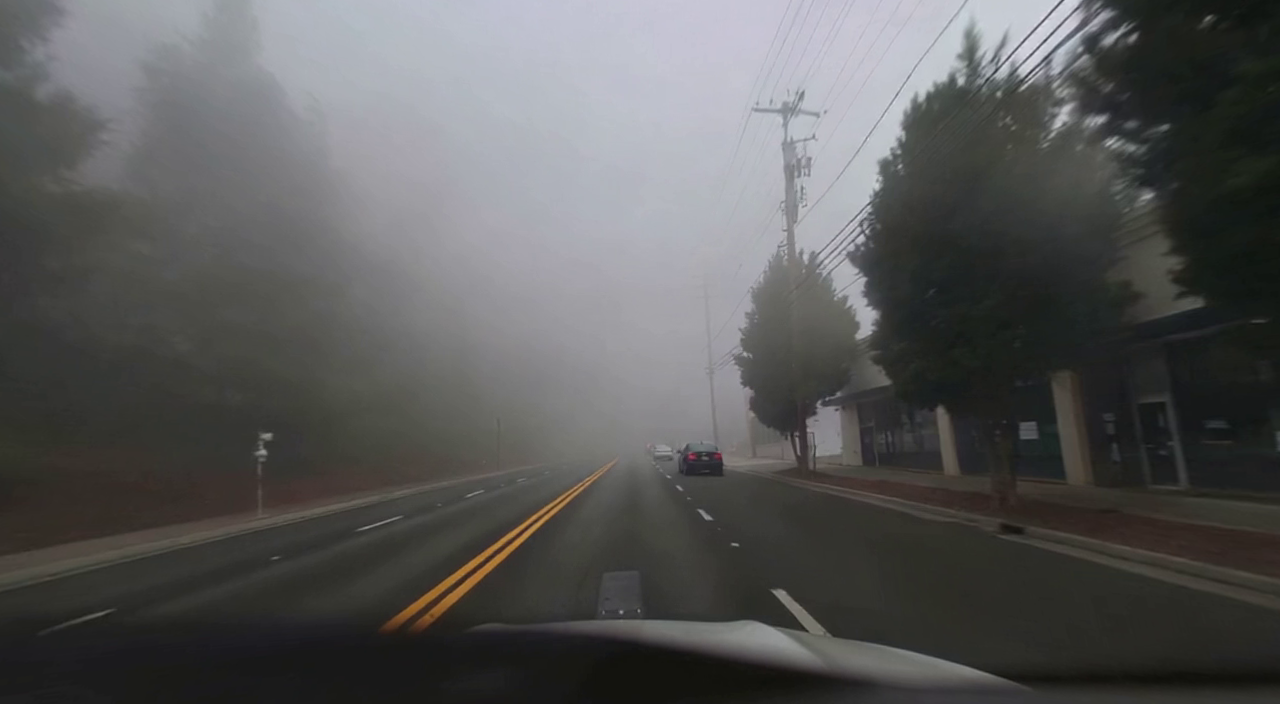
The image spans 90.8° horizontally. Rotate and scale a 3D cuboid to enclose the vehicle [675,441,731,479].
[{"bbox_3d":[2.599,4.537,26.818,1.975,1.497,3.647,0,-9,0],"label":"vehicle"}]
